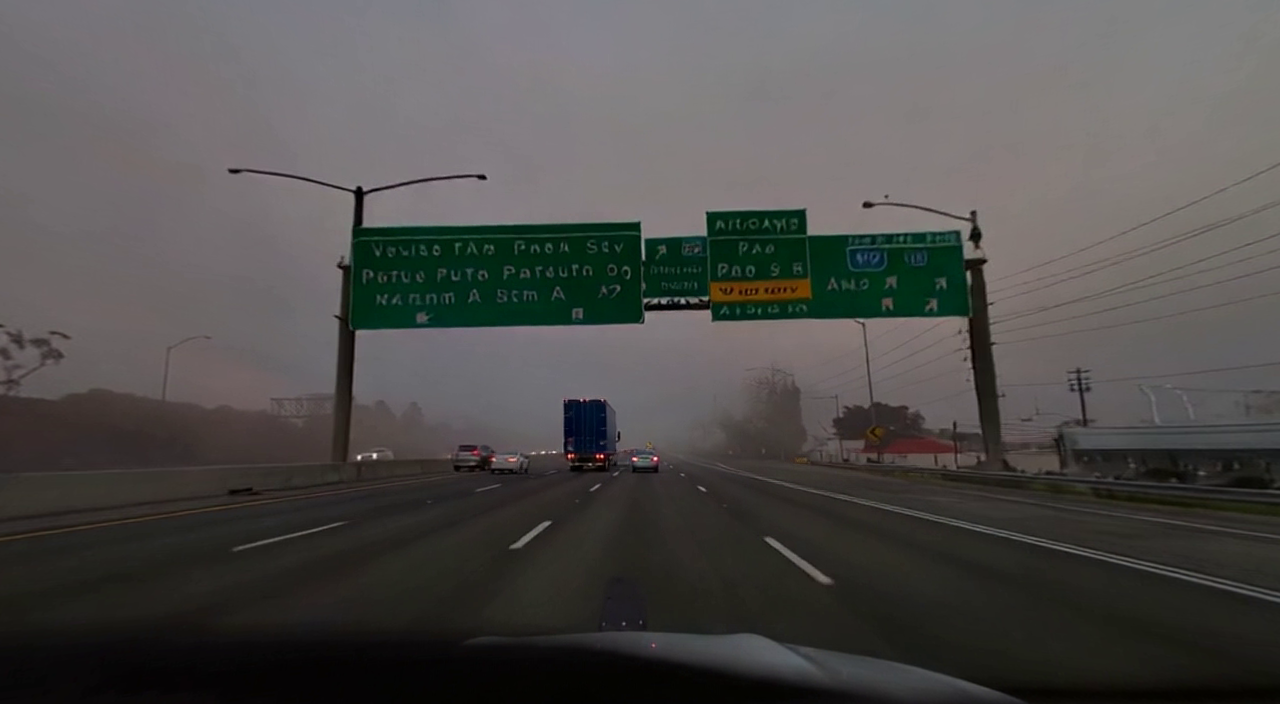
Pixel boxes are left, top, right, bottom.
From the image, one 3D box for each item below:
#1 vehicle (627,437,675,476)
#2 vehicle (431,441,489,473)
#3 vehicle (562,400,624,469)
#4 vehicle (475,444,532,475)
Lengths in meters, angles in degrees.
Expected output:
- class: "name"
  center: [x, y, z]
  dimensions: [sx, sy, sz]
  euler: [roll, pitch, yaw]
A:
- class: "vehicle"
  center: [0.536, 5.331, 32.458]
  dimensions: [2.279, 1.837, 4.747]
  euler: [0, -8, 1]
- class: "vehicle"
  center: [-10.220, 5.960, 36.136]
  dimensions: [1.997, 1.692, 4.294]
  euler: [0, -8, 1]
- class: "vehicle"
  center: [-3.161, 6.355, 47.757]
  dimensions: [2.888, 4.308, 16.259]
  euler: [0, -8, 2]
- class: "vehicle"
  center: [-7.037, 5.565, 32.908]
  dimensions: [1.945, 1.482, 4.109]
  euler: [0, -8, 2]
